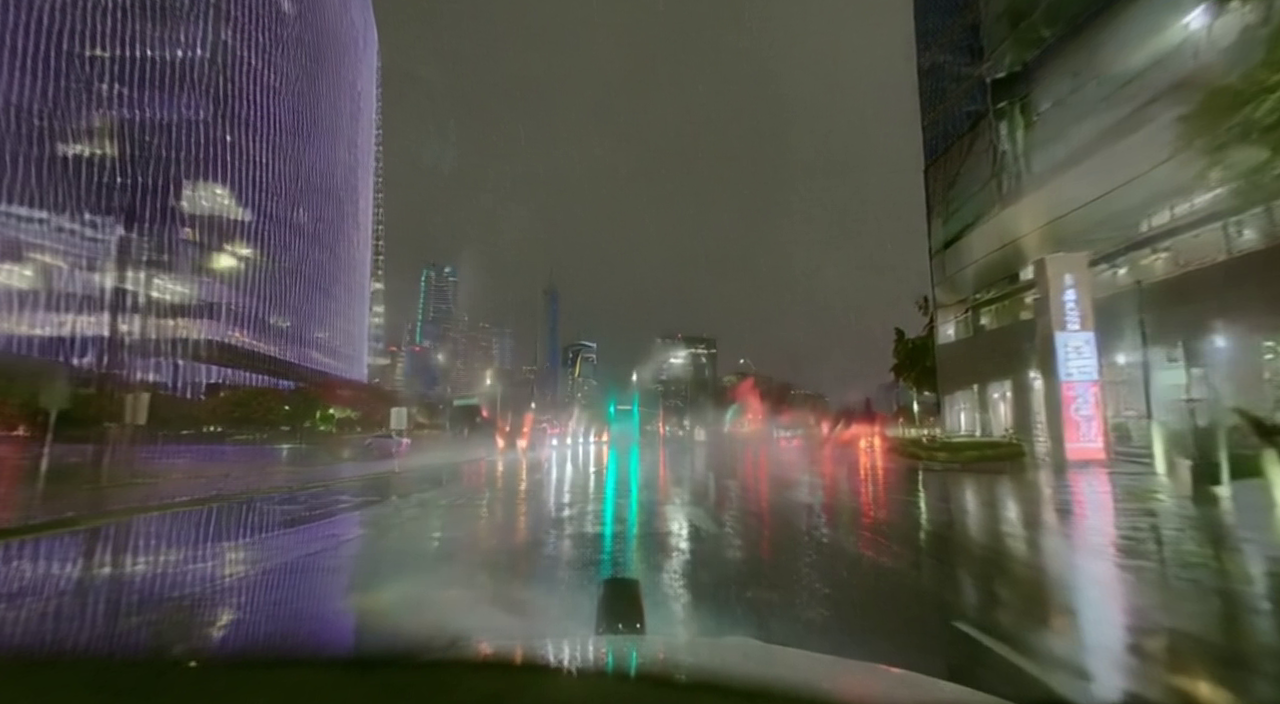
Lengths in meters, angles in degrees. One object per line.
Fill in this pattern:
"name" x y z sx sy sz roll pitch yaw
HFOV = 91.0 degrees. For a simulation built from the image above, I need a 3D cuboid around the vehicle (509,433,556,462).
"vehicle" -7.217 6.497 42.935 2.204 1.844 4.766 0 -9 2
